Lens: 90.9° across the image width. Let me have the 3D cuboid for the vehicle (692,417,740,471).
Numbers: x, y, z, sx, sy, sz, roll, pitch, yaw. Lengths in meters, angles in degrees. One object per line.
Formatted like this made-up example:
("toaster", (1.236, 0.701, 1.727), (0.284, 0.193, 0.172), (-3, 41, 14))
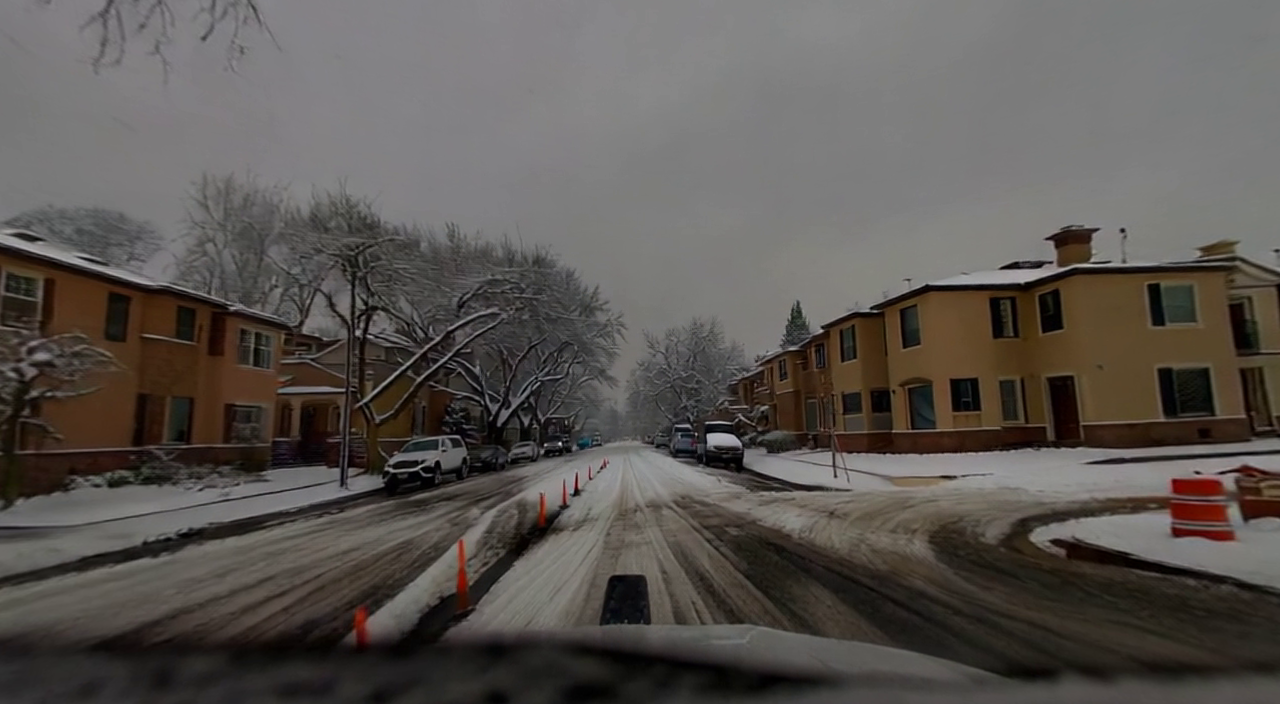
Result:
("vehicle", (3.734, 4.564, 31.487), (2.082, 2.534, 3.248), (-1, -8, 3))

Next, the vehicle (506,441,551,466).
("vehicle", (-7.028, 6.428, 40.147), (1.974, 1.479, 4.607), (0, -9, 0))

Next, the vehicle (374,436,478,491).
("vehicle", (-6.887, 3.618, 20.822), (1.957, 1.608, 4.476), (0, -9, -1))
